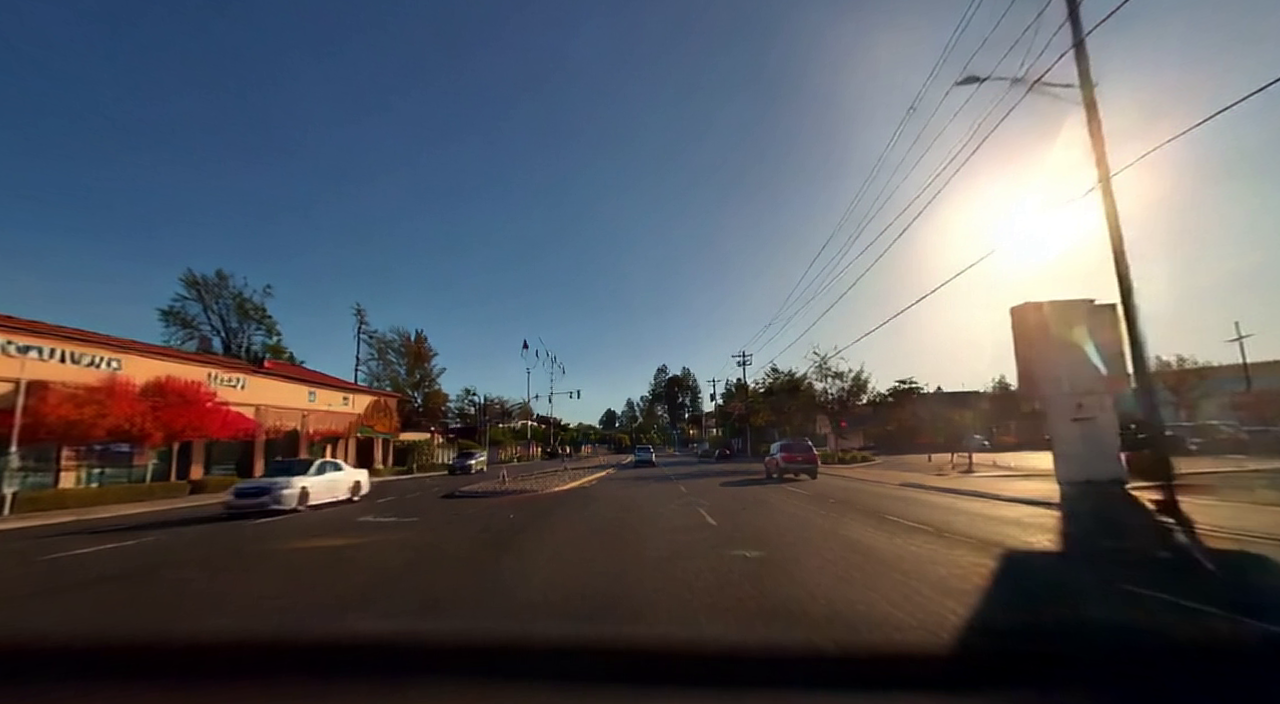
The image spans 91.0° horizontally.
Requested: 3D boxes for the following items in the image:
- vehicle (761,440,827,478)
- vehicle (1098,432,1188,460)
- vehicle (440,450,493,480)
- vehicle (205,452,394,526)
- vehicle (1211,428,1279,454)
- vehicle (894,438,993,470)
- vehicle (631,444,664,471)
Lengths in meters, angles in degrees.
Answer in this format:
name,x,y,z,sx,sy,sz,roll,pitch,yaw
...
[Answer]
name,x,y,z,sx,sy,sz,roll,pitch,yaw
vehicle,7.450,5.214,30.961,2.252,1.718,4.617,0,-9,2
vehicle,33.191,6.218,41.617,4.194,1.724,1.946,0,-9,2
vehicle,-11.148,7.270,40.866,2.057,1.766,4.793,0,-9,0
vehicle,-8.183,3.300,15.790,2.158,1.532,4.609,0,-9,0
vehicle,41.291,5.994,42.254,1.846,1.624,4.199,0,-9,-2
vehicle,18.890,6.353,39.360,5.097,1.689,1.958,-2,-6,0
vehicle,0.556,7.271,43.549,2.138,1.702,4.168,0,-9,2
